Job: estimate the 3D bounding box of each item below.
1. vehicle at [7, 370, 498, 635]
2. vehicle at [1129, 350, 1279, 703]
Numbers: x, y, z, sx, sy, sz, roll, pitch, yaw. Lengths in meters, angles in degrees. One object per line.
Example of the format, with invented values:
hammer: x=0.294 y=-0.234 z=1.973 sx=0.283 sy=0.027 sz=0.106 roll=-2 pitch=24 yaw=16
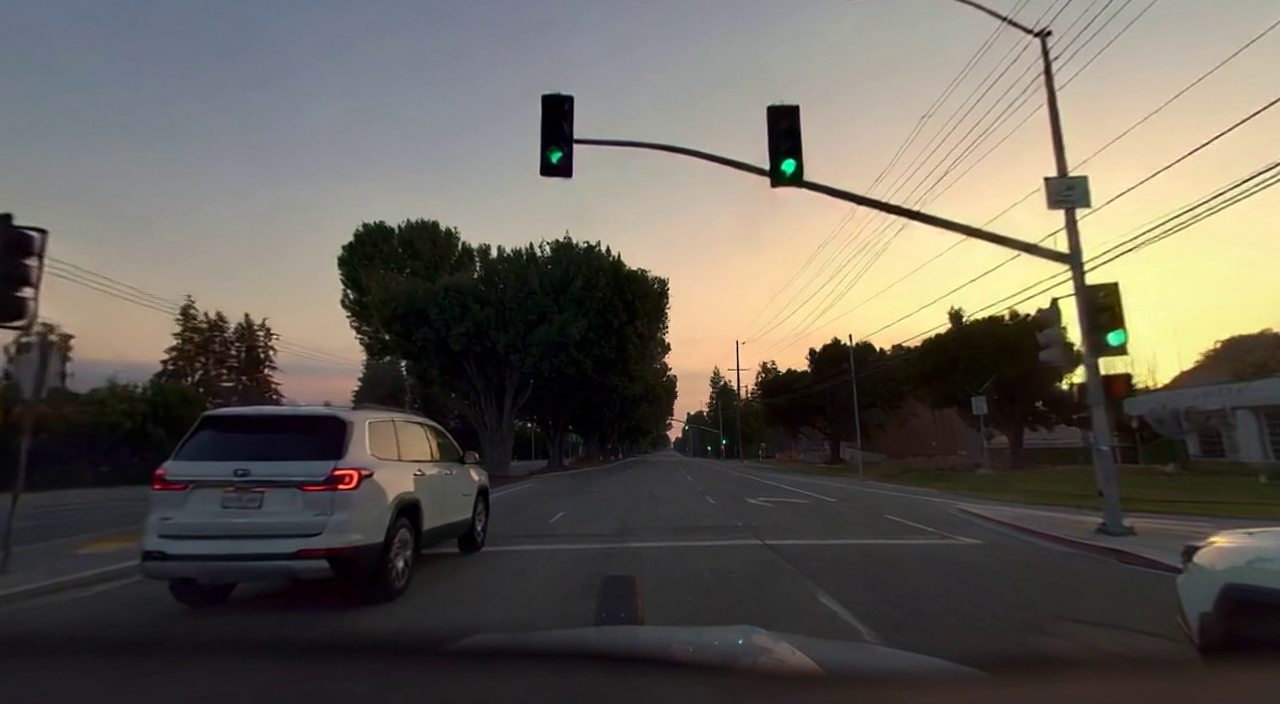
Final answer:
vehicle: x=-3.522 y=1.519 z=7.514 sx=2.374 sy=1.985 sz=5.391 roll=0 pitch=-8 yaw=0
vehicle: x=3.569 y=0.632 z=1.031 sx=2.056 sy=1.703 sz=4.305 roll=0 pitch=-8 yaw=0
